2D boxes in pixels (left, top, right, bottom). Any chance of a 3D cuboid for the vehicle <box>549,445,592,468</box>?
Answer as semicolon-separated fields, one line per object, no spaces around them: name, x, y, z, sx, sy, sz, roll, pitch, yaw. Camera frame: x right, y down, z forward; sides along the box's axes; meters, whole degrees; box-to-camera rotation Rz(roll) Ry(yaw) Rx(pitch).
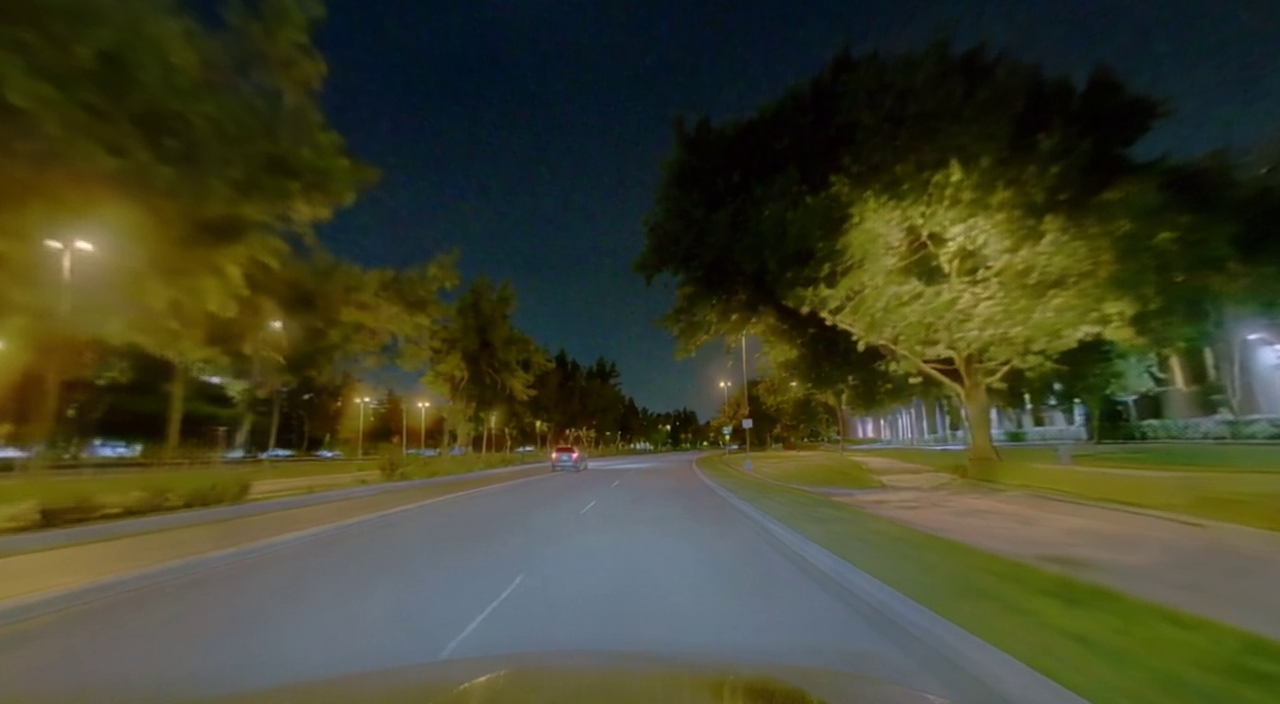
vehicle;-4.514;6.892;41.866;1.945;1.461;4.605;-1;-9;5
